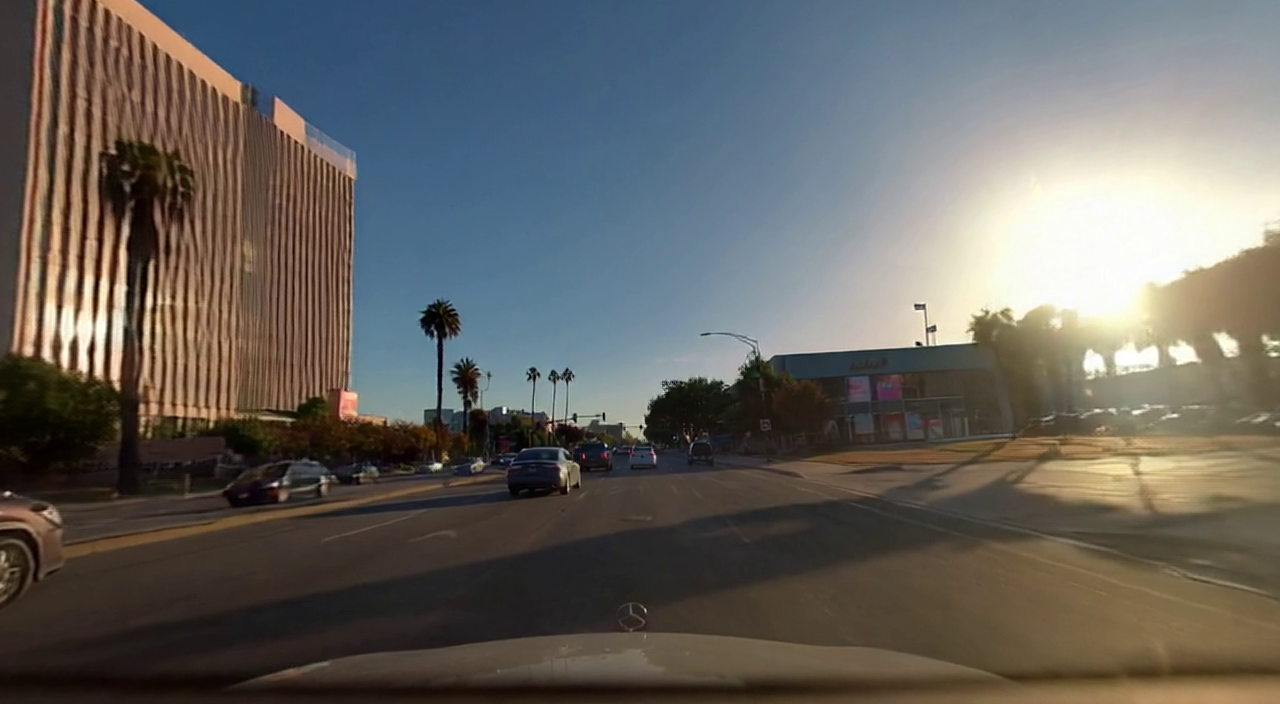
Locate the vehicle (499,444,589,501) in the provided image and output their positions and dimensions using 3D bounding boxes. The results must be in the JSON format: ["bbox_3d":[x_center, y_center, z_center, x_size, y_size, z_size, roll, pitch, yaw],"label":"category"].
[{"bbox_3d":[-2.748,3.558,19.112,1.908,1.505,4.369,-1,-9,2],"label":"vehicle"}]

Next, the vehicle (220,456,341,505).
[{"bbox_3d":[-13.978,4.984,24.905,2.026,1.641,4.619,-1,-9,1],"label":"vehicle"}]

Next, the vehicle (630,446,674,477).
[{"bbox_3d":[0.610,5.620,32.641,2.147,1.507,3.953,0,-9,0],"label":"vehicle"}]

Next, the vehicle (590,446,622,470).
[{"bbox_3d":[-2.600,8.197,48.969,2.168,1.719,4.283,0,-9,0],"label":"vehicle"}]

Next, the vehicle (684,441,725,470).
[{"bbox_3d":[4.087,6.687,40.854,2.108,1.785,4.334,0,-9,-1],"label":"vehicle"}]
